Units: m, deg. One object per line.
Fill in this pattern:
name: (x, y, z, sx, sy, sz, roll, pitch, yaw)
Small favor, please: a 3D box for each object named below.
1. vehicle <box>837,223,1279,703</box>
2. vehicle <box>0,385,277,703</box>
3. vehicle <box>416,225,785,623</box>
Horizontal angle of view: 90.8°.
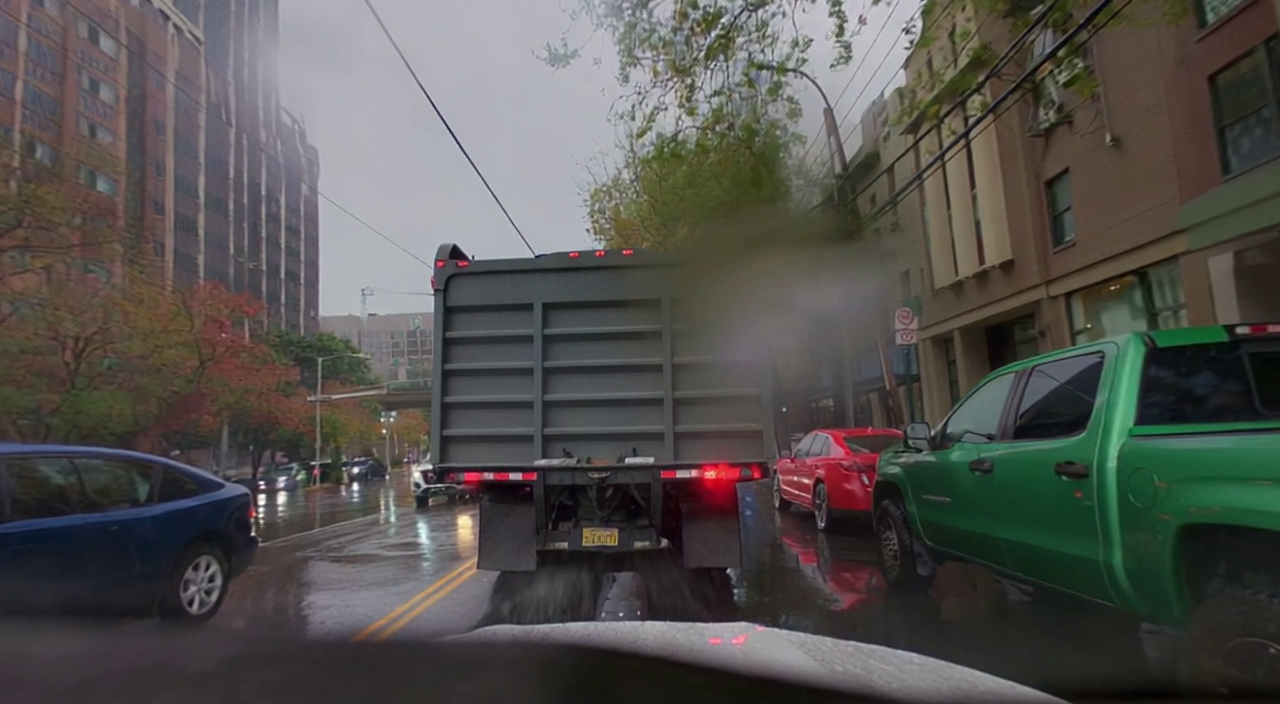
vehicle: (3.238, 0.846, 3.880, 2.242, 1.979, 5.722, 0, -8, 1)
vehicle: (-4.115, 1.000, 3.059, 1.988, 1.657, 4.492, 0, -8, 0)
vehicle: (-0.219, 1.121, 9.226, 2.878, 3.204, 8.244, 0, -8, 1)
